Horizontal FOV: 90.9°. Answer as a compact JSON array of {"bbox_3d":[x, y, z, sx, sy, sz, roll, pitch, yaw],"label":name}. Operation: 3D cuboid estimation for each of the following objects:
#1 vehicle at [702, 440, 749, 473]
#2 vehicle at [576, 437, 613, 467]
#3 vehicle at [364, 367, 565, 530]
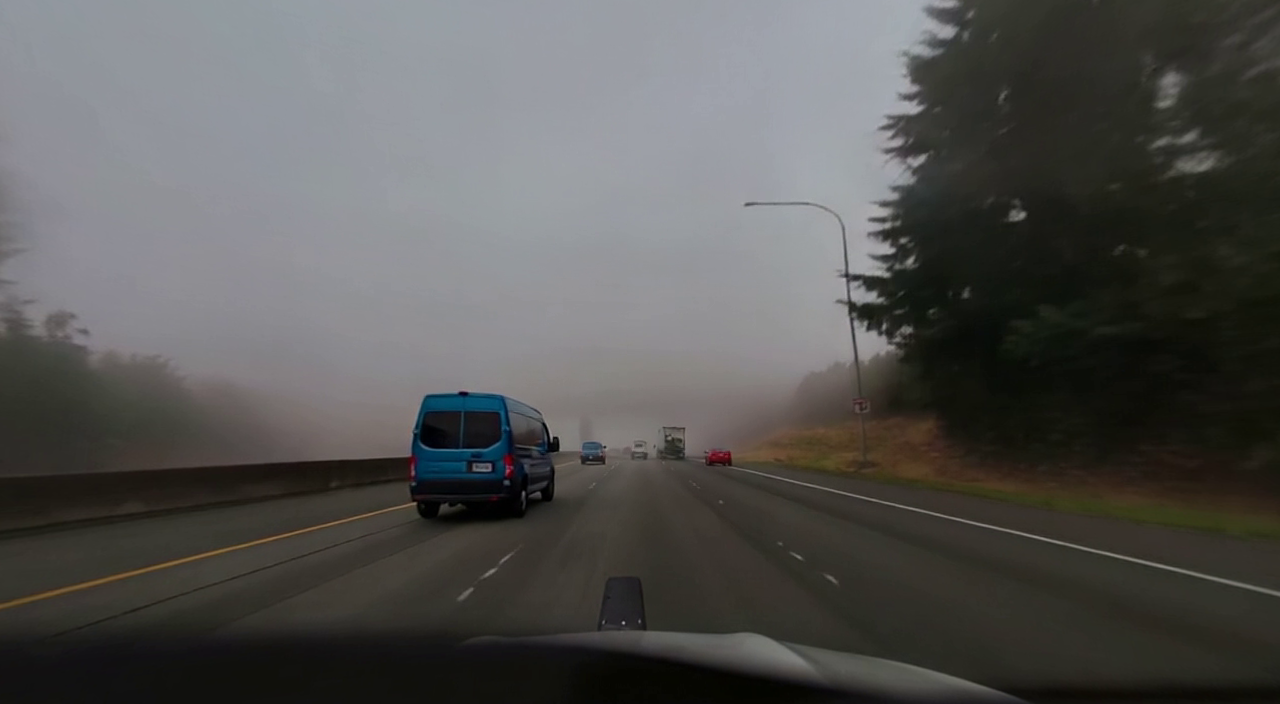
[{"bbox_3d":[4.648,5.788,34.963,1.936,1.664,4.198,0,-9,-1],"label":"vehicle"},{"bbox_3d":[-3.218,7.237,45.747,2.334,2.051,4.900,0,-9,0],"label":"vehicle"},{"bbox_3d":[-3.181,2.002,13.154,2.451,2.627,5.868,0,-9,0],"label":"vehicle"}]
